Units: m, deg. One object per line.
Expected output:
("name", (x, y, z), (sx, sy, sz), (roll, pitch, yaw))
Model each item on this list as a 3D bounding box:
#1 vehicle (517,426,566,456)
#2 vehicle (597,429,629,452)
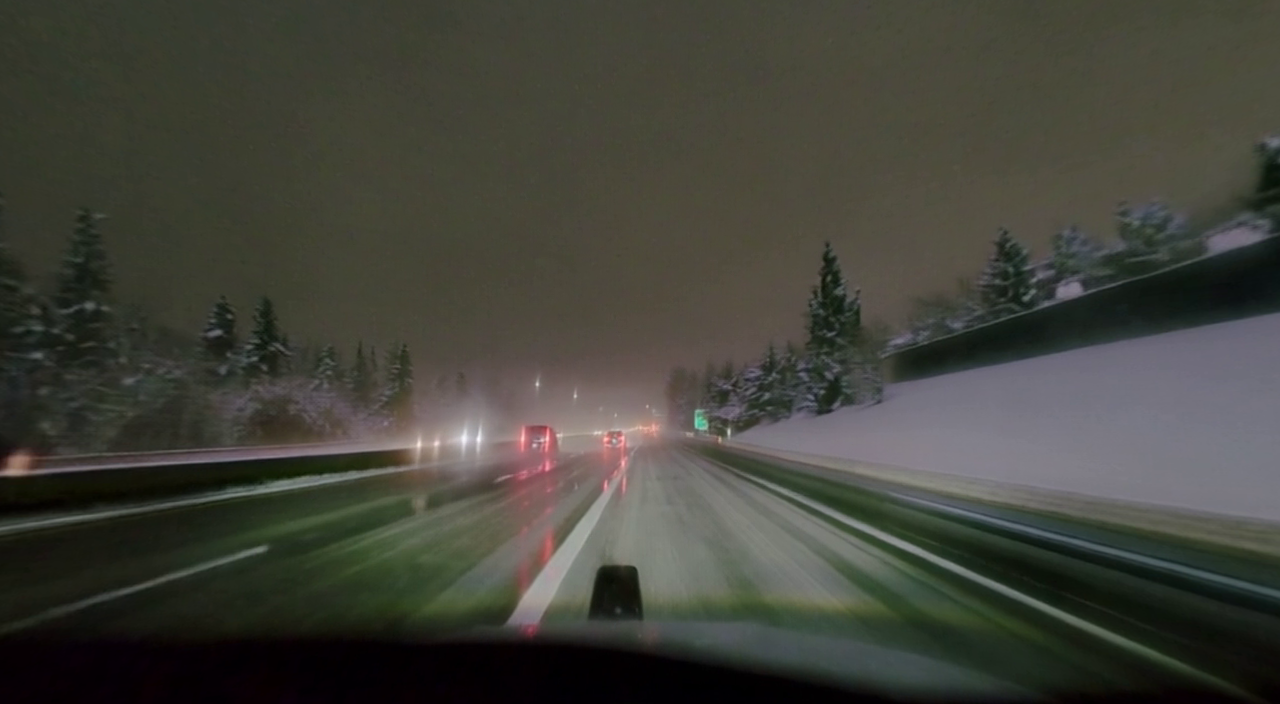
("vehicle", (-5.764, 5.265, 37.244), (2.113, 1.632, 4.409), (0, -8, 1))
("vehicle", (-1.904, 6.387, 45.694), (2.064, 1.571, 4.225), (0, -8, 1))
